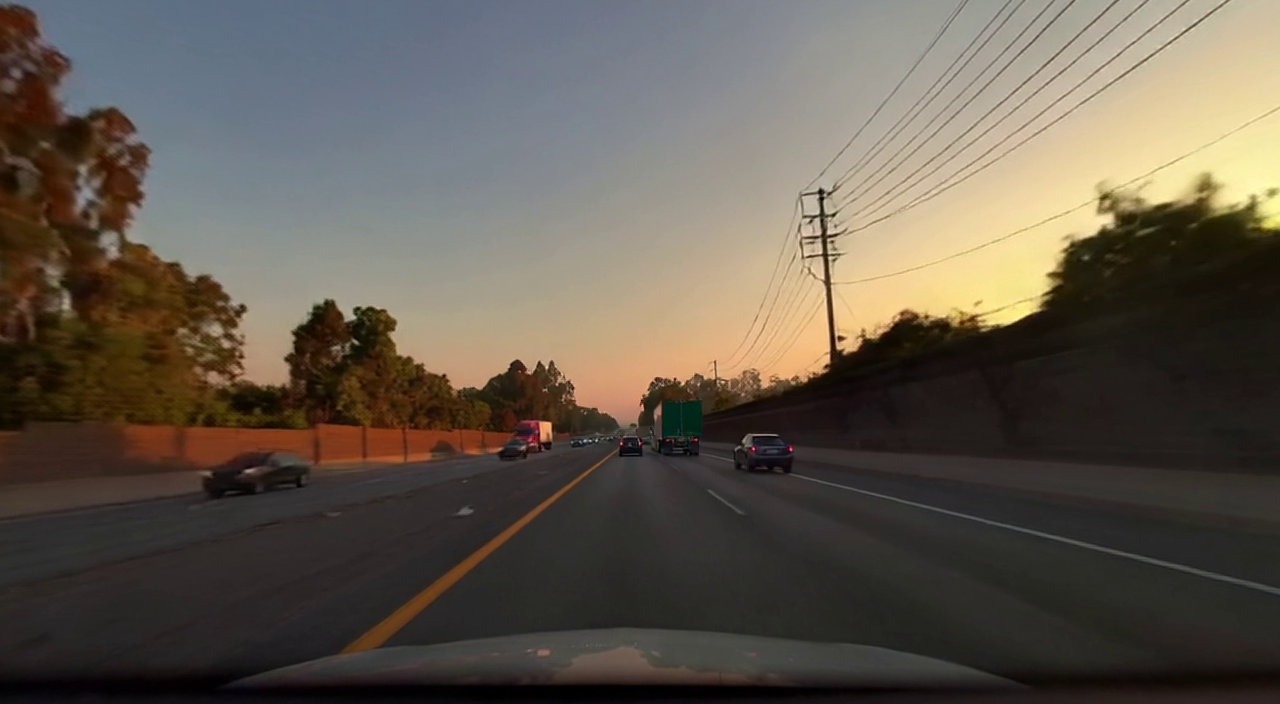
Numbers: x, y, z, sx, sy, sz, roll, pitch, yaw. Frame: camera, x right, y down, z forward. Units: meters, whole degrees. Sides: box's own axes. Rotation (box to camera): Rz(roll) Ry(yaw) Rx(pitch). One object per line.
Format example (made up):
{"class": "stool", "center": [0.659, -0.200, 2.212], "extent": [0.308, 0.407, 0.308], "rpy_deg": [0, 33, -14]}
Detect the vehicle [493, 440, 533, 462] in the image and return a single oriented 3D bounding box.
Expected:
{"class": "vehicle", "center": [-9.027, 7.049, 45.193], "extent": [1.915, 1.484, 4.561], "rpy_deg": [0, -7, 0]}

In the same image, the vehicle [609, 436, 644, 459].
{"class": "vehicle", "center": [-0.871, 6.235, 41.349], "extent": [2.163, 1.466, 3.693], "rpy_deg": [0, -7, -1]}

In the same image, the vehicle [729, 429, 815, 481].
{"class": "vehicle", "center": [4.320, 3.396, 21.247], "extent": [1.930, 1.573, 3.853], "rpy_deg": [0, -7, -2]}

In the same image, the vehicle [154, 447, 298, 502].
{"class": "vehicle", "center": [-13.379, 3.936, 20.784], "extent": [1.837, 1.523, 4.377], "rpy_deg": [0, -7, -1]}
